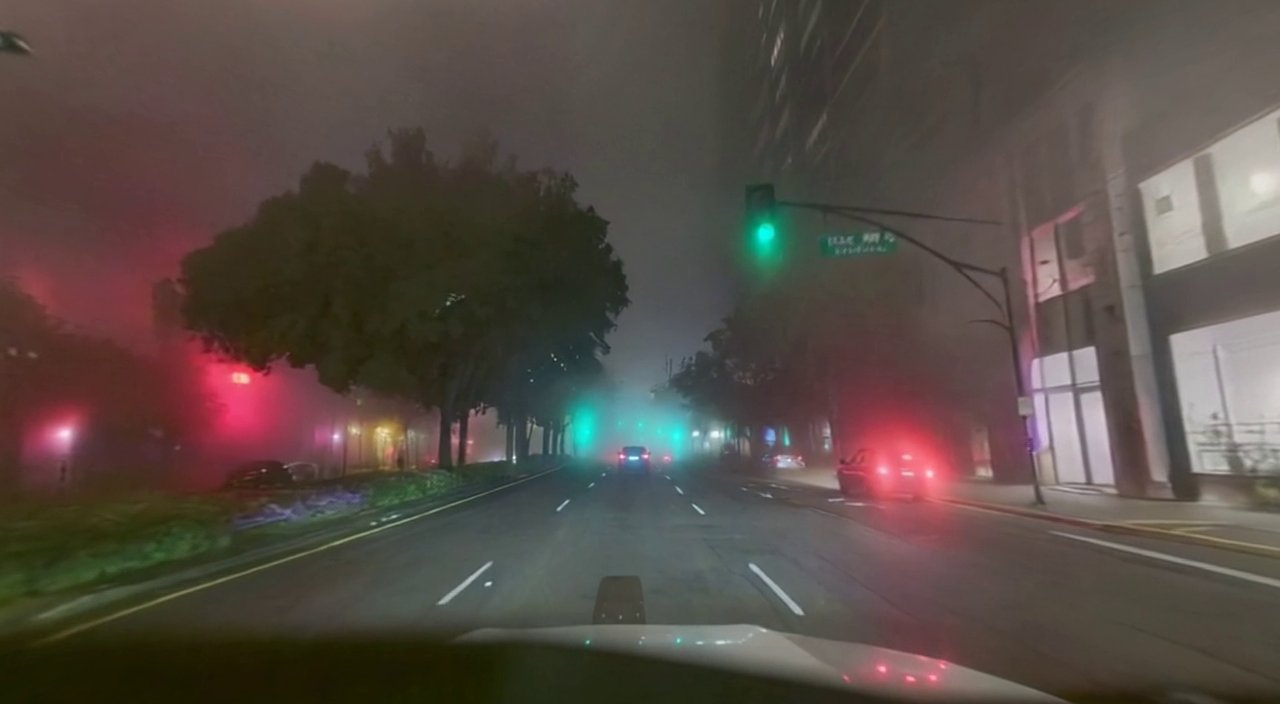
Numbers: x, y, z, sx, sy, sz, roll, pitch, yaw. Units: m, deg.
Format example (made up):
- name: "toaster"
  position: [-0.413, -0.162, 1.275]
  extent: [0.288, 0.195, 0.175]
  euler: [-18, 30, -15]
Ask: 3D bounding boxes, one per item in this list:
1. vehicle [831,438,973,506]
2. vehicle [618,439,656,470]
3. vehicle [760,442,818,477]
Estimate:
- name: "vehicle"
  position: [6.928, 3.196, 17.283]
  extent: [2.069, 1.590, 4.066]
  euler: [0, -9, -1]
- name: "vehicle"
  position: [-0.232, 6.205, 38.416]
  extent: [2.223, 1.775, 4.250]
  euler: [0, -9, -2]
- name: "vehicle"
  position: [7.112, 5.172, 30.595]
  extent: [1.785, 1.586, 3.896]
  euler: [0, -9, -1]
